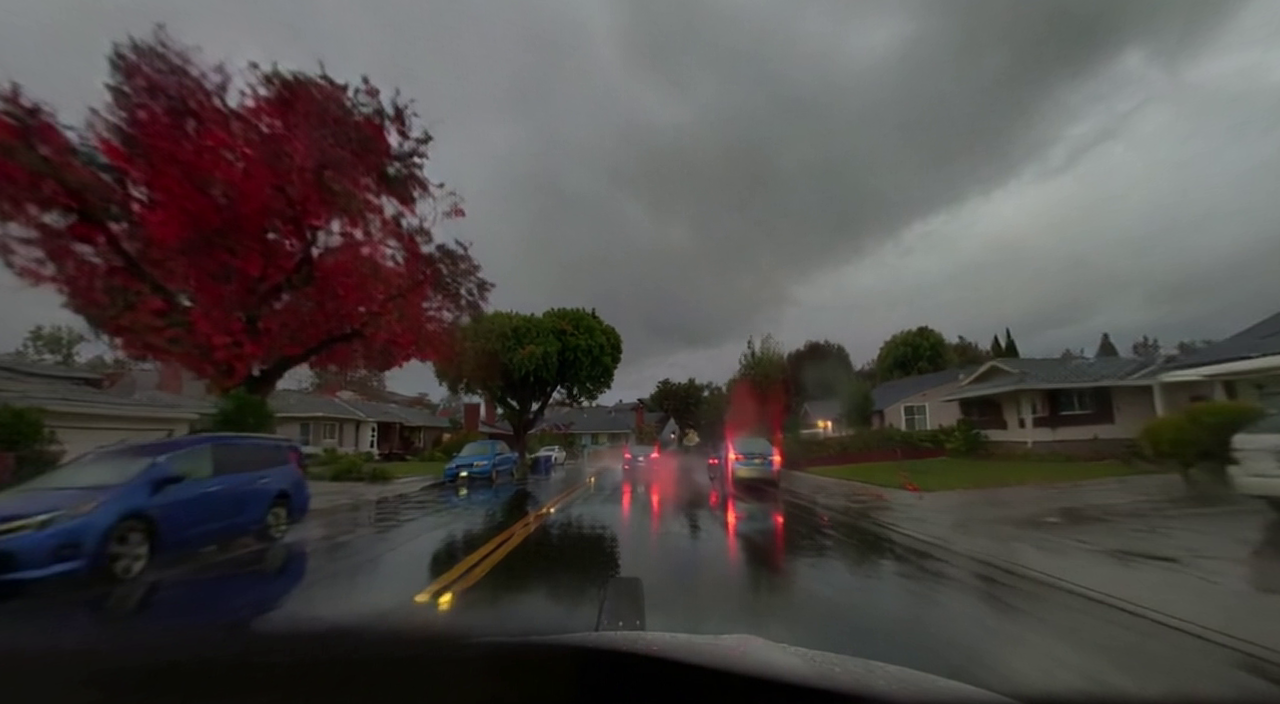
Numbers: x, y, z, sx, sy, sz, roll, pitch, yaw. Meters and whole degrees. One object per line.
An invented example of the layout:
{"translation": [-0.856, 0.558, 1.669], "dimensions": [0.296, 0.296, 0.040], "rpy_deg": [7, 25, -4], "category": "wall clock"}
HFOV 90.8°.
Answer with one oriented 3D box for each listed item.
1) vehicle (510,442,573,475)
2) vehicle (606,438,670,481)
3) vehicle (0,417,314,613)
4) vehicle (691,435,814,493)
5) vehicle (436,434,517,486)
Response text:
{"translation": [-5.986, 6.560, 39.131], "dimensions": [2.641, 1.747, 4.738], "rpy_deg": [-4, -8, 6], "category": "vehicle"}
{"translation": [-0.018, 3.974, 23.629], "dimensions": [2.192, 1.474, 4.192], "rpy_deg": [0, -8, 1], "category": "vehicle"}
{"translation": [-6.597, 1.858, 8.276], "dimensions": [2.254, 1.773, 4.795], "rpy_deg": [-2, -7, -2], "category": "vehicle"}
{"translation": [3.133, 3.257, 18.772], "dimensions": [2.429, 1.502, 4.474], "rpy_deg": [1, -9, -6], "category": "vehicle"}
{"translation": [-6.716, 4.500, 26.528], "dimensions": [2.235, 1.851, 4.662], "rpy_deg": [-2, -9, 0], "category": "vehicle"}
